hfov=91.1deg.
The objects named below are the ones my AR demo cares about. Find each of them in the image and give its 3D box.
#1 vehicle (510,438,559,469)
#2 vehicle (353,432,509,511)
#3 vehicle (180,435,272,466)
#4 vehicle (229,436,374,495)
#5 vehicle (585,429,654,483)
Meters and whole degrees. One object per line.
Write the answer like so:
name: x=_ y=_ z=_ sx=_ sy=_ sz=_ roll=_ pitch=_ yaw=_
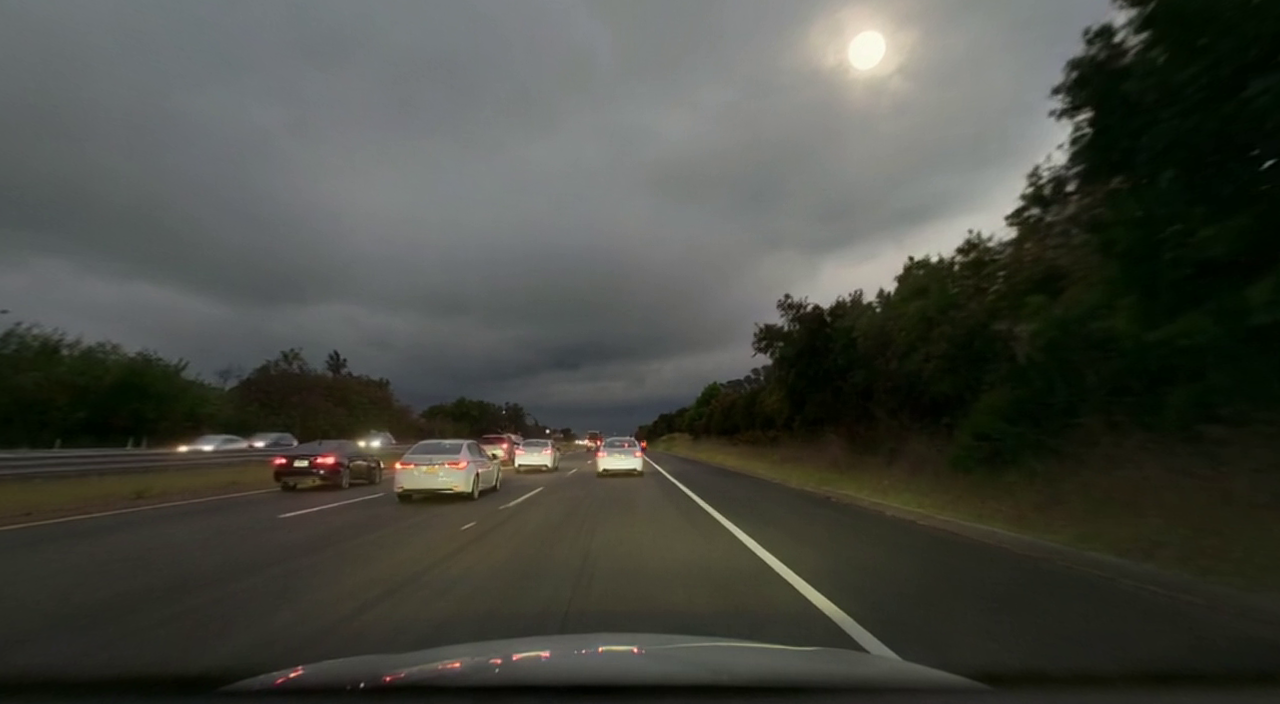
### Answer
vehicle: x=-5.241 y=5.084 z=31.723 sx=1.835 sy=1.432 sz=3.835 roll=0 pitch=-8 yaw=0
vehicle: x=-4.372 y=2.532 z=14.012 sx=1.971 sy=1.464 sz=4.386 roll=0 pitch=-8 yaw=0
vehicle: x=-21.642 y=5.123 z=33.088 sx=1.834 sy=1.469 sz=4.535 roll=0 pitch=-8 yaw=-1
vehicle: x=-9.250 y=3.096 z=17.606 sx=1.850 sy=1.439 sz=3.932 roll=0 pitch=-8 yaw=0
vehicle: x=-0.694 y=3.527 z=21.761 sx=2.178 sy=1.658 sz=3.916 roll=0 pitch=-8 yaw=-1
